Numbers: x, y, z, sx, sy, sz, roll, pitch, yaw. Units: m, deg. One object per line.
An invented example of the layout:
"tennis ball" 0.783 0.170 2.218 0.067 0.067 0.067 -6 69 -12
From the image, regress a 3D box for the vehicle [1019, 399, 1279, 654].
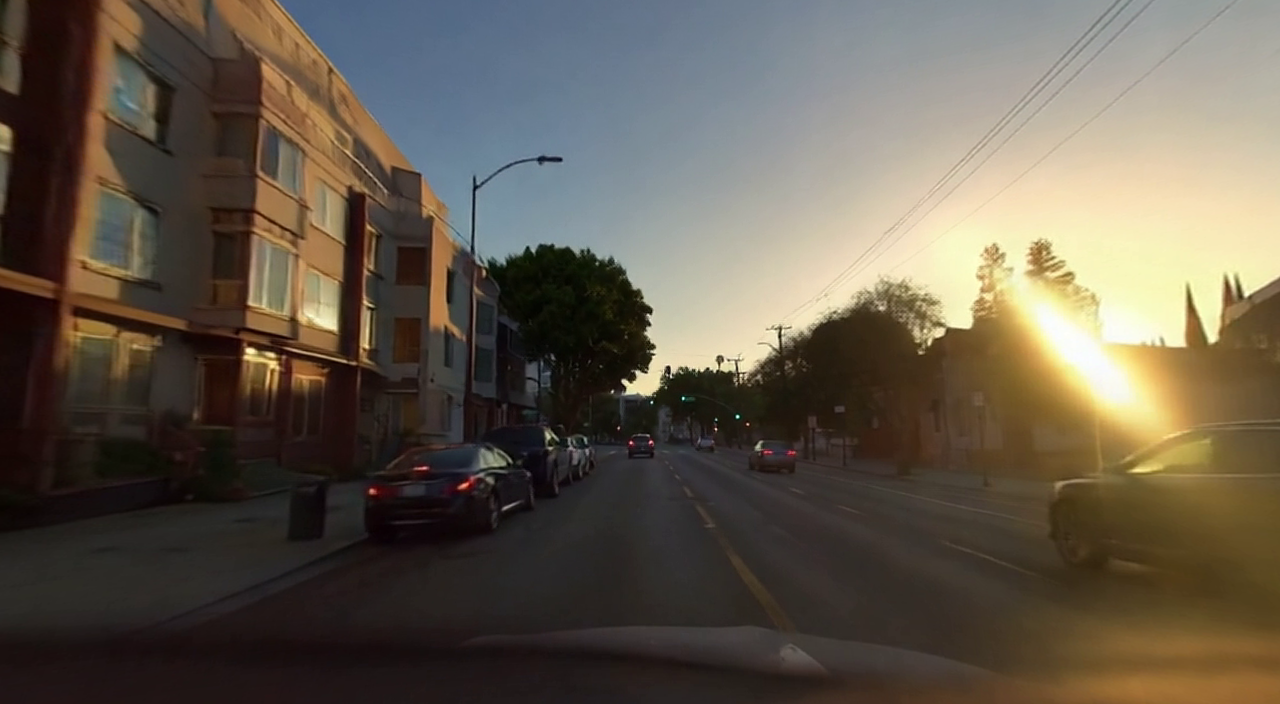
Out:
"vehicle" 4.990 1.183 4.543 1.891 1.599 4.173 0 -8 0

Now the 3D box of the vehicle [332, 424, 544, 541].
"vehicle" -2.921 1.970 10.255 1.843 1.482 4.310 0 -8 2

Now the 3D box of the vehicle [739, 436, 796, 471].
"vehicle" 5.624 4.490 28.179 1.799 1.463 3.464 0 -8 0

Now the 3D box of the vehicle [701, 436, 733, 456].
"vehicle" 6.004 7.368 49.596 1.917 1.467 4.452 0 -8 -1

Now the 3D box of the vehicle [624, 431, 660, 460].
"vehicle" 0.122 5.734 38.930 2.122 1.689 3.885 0 -8 0
